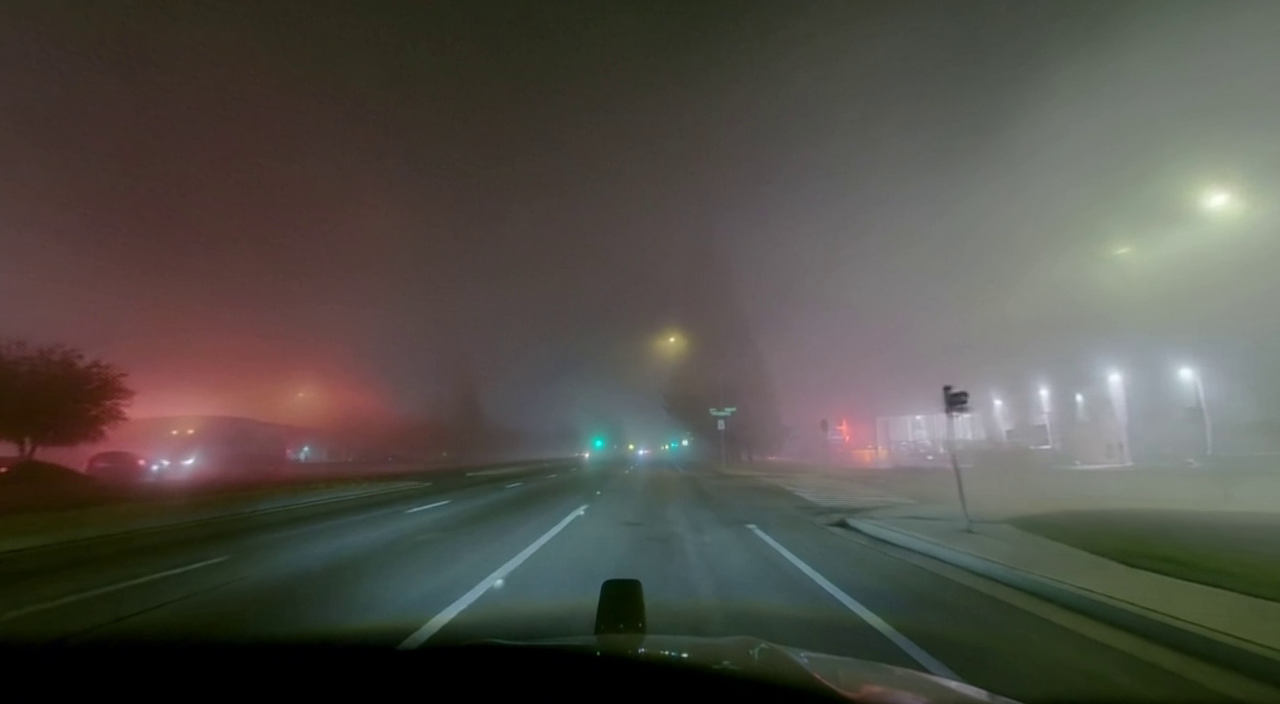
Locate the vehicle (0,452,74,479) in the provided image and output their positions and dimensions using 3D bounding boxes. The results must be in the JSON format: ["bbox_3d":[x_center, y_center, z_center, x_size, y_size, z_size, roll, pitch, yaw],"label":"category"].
[{"bbox_3d":[-35.157,6.475,36.095,3.726,1.479,1.832,-1,-8,4],"label":"vehicle"}]

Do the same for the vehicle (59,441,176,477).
[{"bbox_3d":[-34.293,7.016,41.520,5.521,2.214,2.704,-1,-8,7],"label":"vehicle"}]
